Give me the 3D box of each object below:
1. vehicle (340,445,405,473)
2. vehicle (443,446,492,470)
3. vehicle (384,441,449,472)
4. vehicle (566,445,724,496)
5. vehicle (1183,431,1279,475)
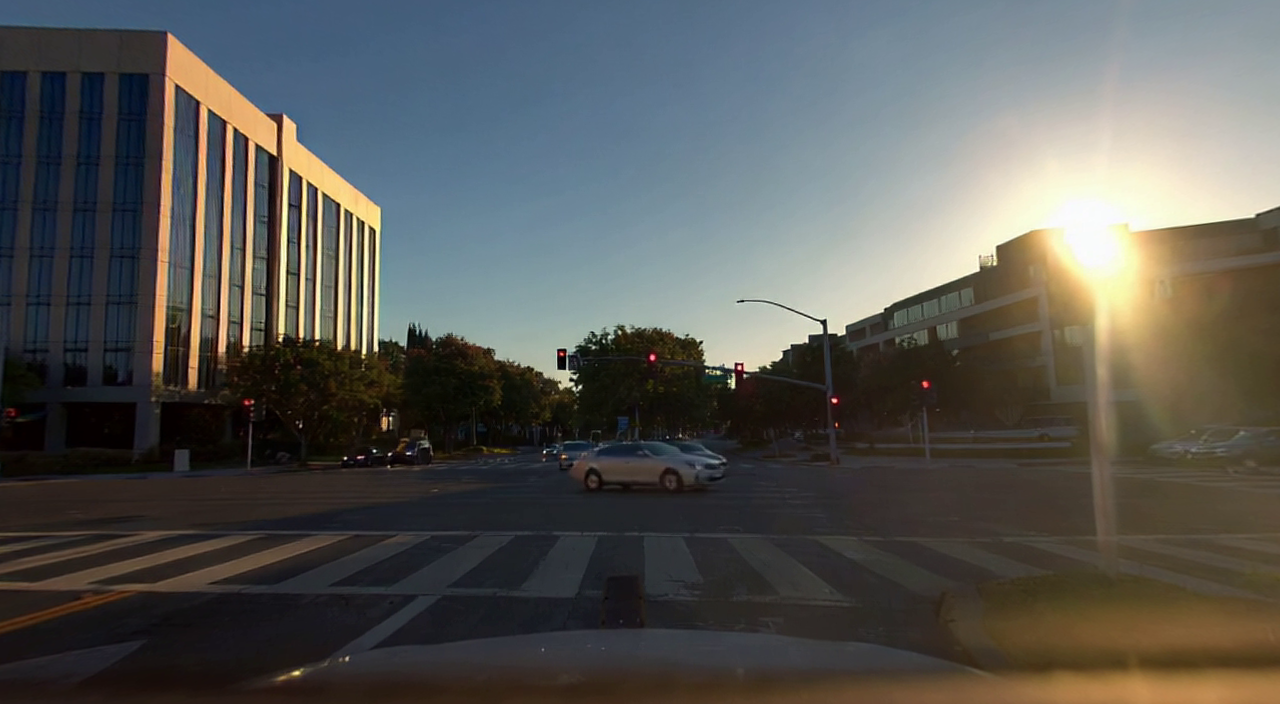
[{"bbox_3d":[-18.543,7.409,44.086,2.237,1.842,5.116,0,-9,0],"label":"vehicle"},{"bbox_3d":[-11.634,7.148,42.816,2.003,1.476,4.297,-1,-9,2],"label":"vehicle"},{"bbox_3d":[-15.133,7.125,43.241,2.340,1.946,5.450,-1,-9,1],"label":"vehicle"},{"bbox_3d":[0.102,3.333,18.071,4.093,1.288,1.910,-6,-10,32],"label":"vehicle"},{"bbox_3d":[22.326,3.557,22.356,4.474,1.477,1.908,0,-9,-3],"label":"vehicle"}]
